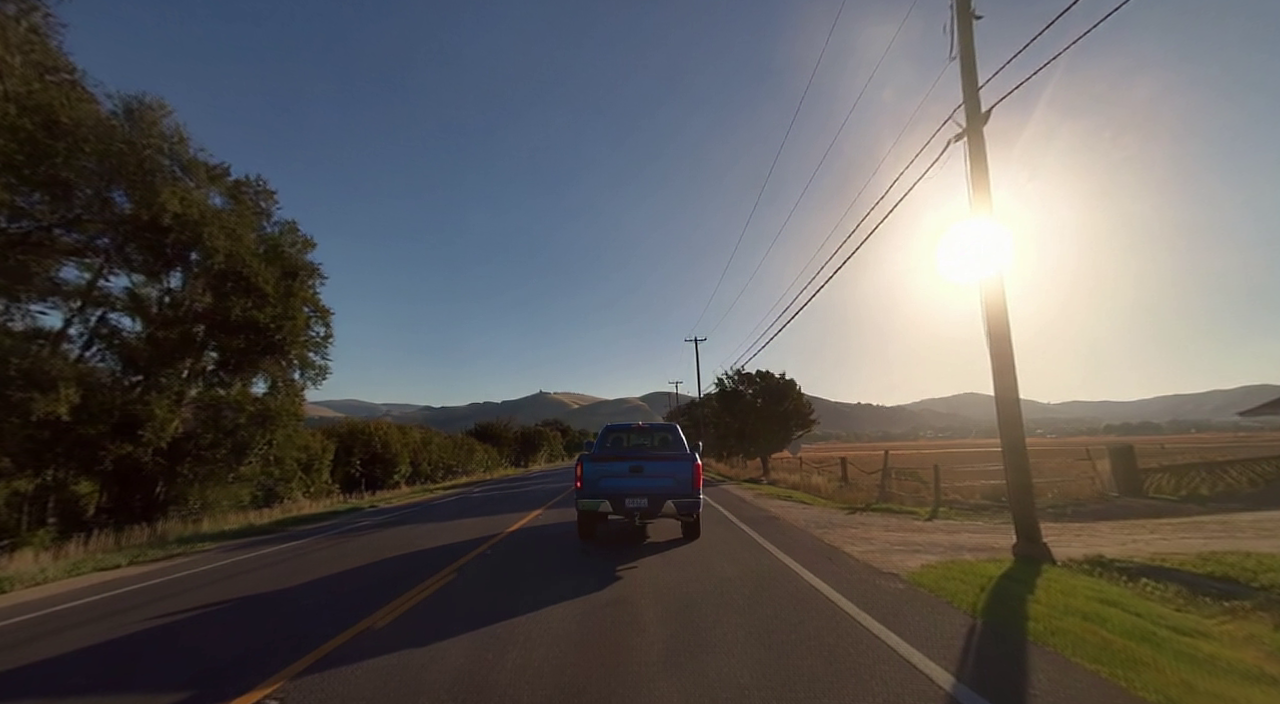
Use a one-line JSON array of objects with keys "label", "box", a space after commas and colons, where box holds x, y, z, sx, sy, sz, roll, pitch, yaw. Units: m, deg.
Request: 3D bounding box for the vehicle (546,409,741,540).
[{"label": "vehicle", "box": [0.018, 2.186, 12.042, 2.774, 1.861, 5.885, 0, -8, -1]}]
